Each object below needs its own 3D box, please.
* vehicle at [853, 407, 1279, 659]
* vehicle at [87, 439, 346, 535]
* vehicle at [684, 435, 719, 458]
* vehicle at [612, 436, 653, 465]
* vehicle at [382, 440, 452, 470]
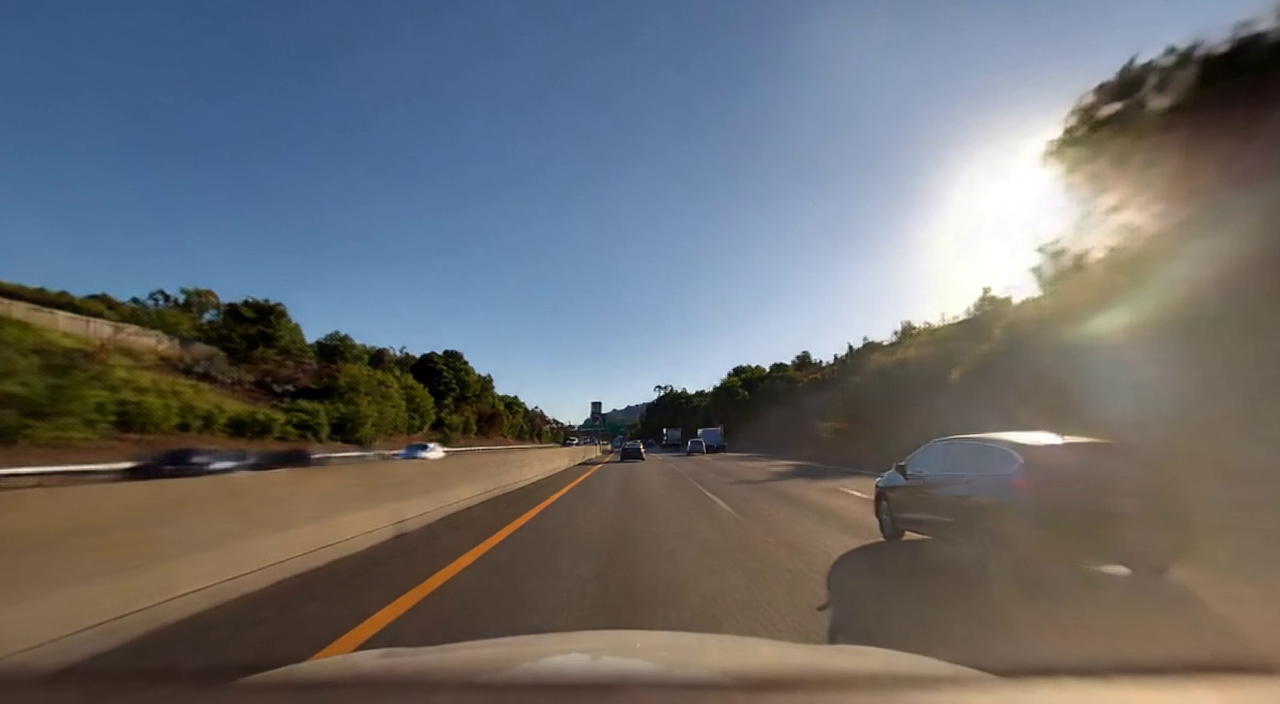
[{"bbox_3d":[3.930,1.397,6.202,1.961,1.495,4.743,0,-8,-1],"label":"vehicle"},{"bbox_3d":[-7.753,2.448,12.239,1.929,1.456,4.458,0,-8,0],"label":"vehicle"},{"bbox_3d":[4.345,6.718,44.937,1.995,1.556,3.893,0,-8,-2],"label":"vehicle"},{"bbox_3d":[-0.410,5.271,34.033,2.055,1.466,4.317,0,-8,-1],"label":"vehicle"},{"bbox_3d":[-11.394,5.267,32.551,1.949,1.422,4.500,0,-8,0],"label":"vehicle"}]
